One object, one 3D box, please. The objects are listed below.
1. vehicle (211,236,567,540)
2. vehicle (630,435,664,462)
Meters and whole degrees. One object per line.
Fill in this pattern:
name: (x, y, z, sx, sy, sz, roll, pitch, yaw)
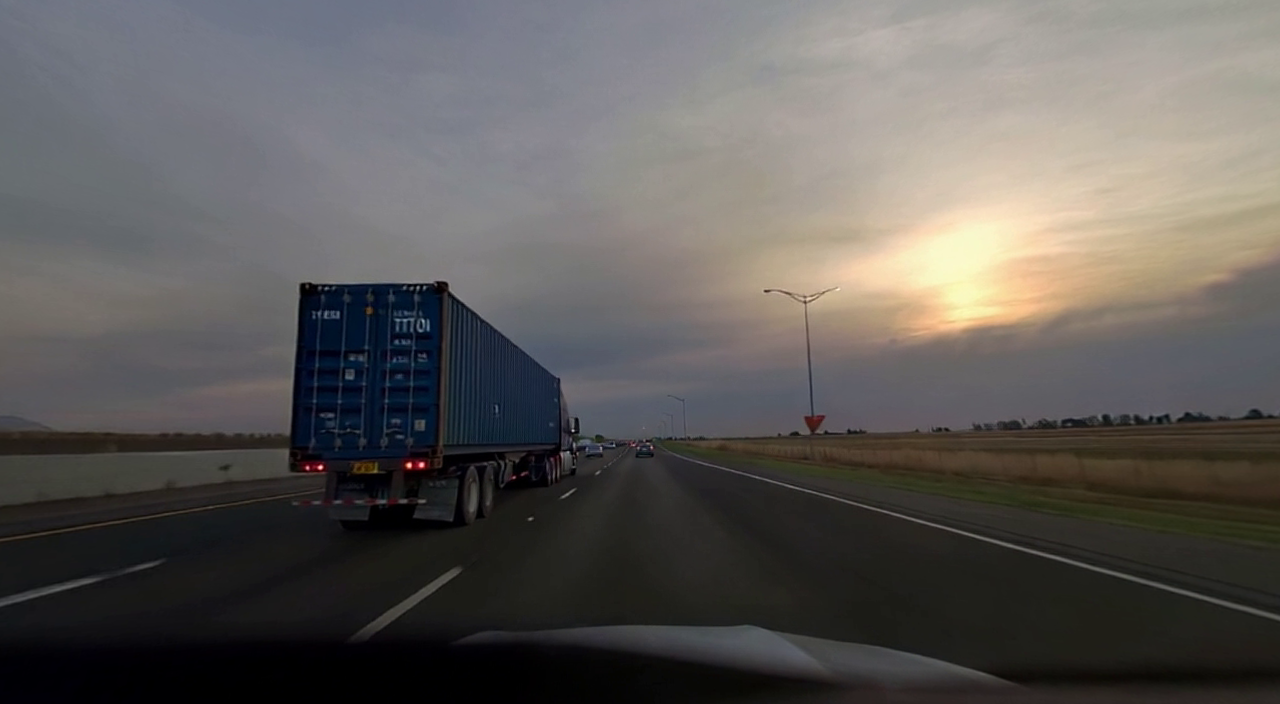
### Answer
vehicle: (-4.052, 1.378, 15.040, 2.840, 4.032, 13.388, -1, -8, 1)
vehicle: (0.444, 6.440, 42.150, 2.136, 1.718, 4.157, -1, -8, 0)
